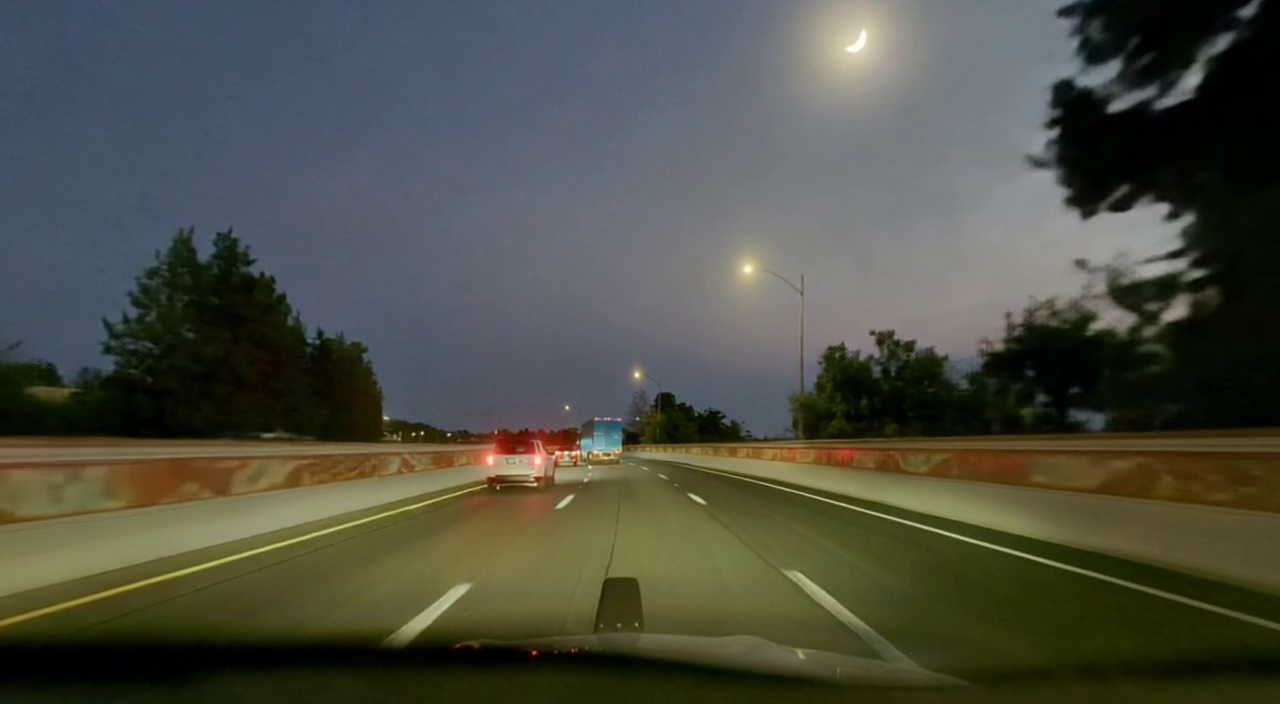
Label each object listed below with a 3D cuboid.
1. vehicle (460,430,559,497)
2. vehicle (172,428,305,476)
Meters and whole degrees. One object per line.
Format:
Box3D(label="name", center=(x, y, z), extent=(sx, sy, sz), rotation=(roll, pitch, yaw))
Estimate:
Box3D(label="vehicle", center=(-3.704, 3.254, 18.734), extent=(2.041, 1.734, 4.391), rotation=(0, -9, -1))
Box3D(label="vehicle", center=(-13.929, 3.527, 22.225), extent=(1.953, 1.501, 4.268), rotation=(0, -9, -2))
